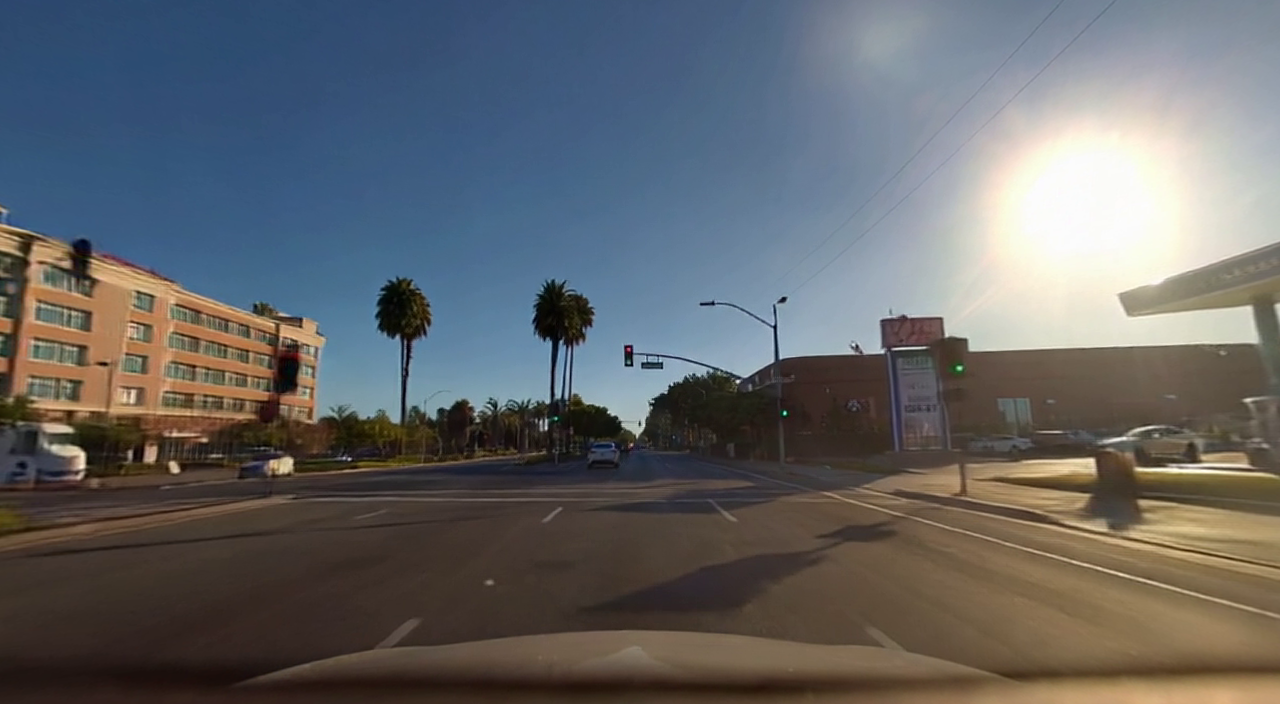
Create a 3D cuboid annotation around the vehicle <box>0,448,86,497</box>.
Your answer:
[{"bbox_3d":[-28.221,5.460,28.387,4.597,1.952,2.040,-3,-7,-1],"label":"vehicle"}]

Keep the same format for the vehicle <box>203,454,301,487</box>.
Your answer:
[{"bbox_3d":[-22.765,6.955,37.183,1.988,1.717,4.403,-6,-10,28],"label":"vehicle"}]

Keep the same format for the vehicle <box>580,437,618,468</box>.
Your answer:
[{"bbox_3d":[-2.440,6.136,38.519,2.011,1.756,4.478,0,-9,1],"label":"vehicle"}]
